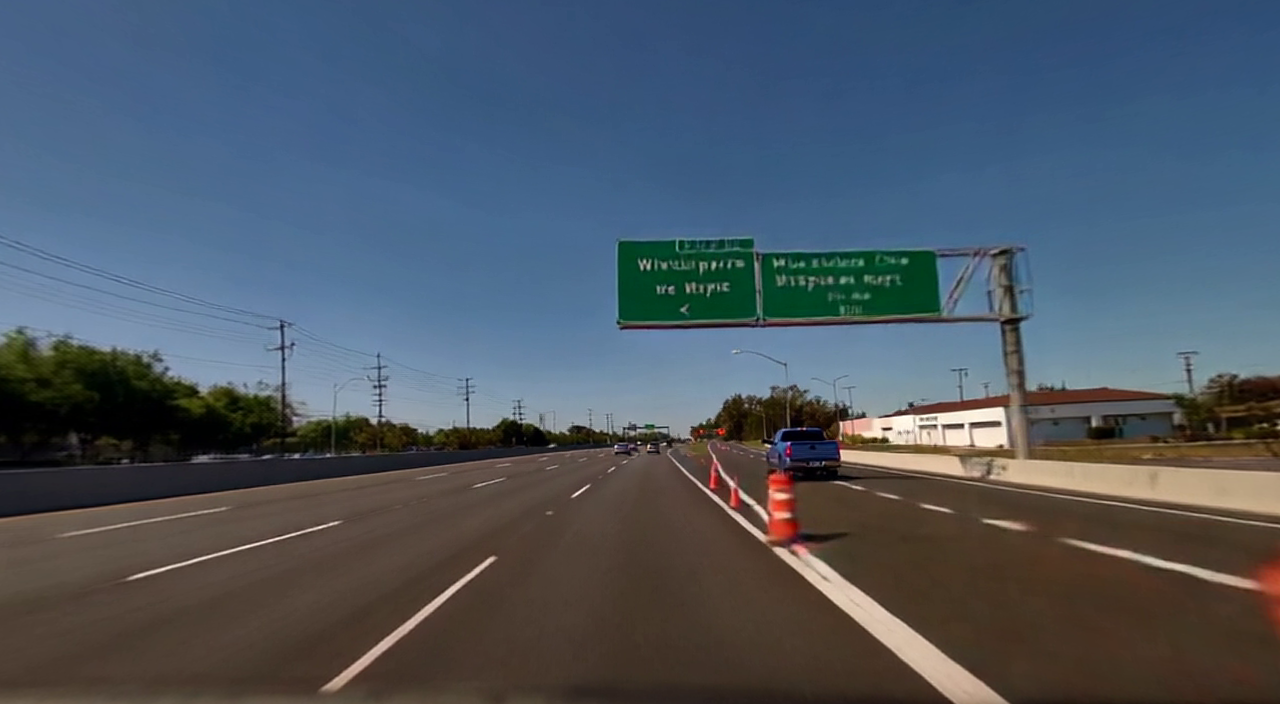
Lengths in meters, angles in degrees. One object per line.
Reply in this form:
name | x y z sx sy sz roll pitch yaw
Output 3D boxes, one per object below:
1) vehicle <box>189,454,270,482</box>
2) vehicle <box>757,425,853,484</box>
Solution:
vehicle | -24.503 6.926 37.826 1.779 1.476 4.507 0 -8 1
vehicle | 5.669 3.609 22.526 2.186 1.840 5.289 0 -8 2
